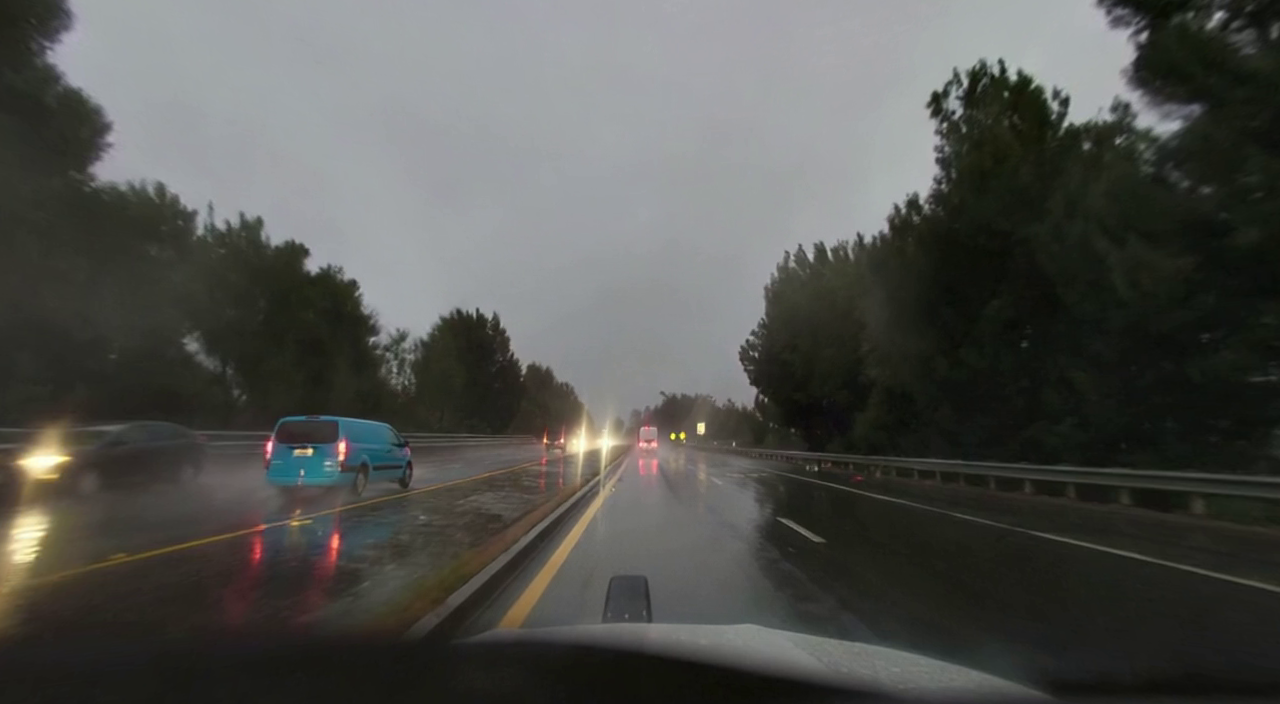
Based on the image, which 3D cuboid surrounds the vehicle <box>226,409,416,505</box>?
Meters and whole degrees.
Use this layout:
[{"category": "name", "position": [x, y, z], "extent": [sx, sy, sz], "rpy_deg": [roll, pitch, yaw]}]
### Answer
[{"category": "vehicle", "position": [-7.115, 2.393, 14.692], "extent": [2.068, 1.897, 4.372], "rpy_deg": [0, -8, 1]}]

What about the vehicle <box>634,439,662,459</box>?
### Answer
[{"category": "vehicle", "position": [0.646, 7.461, 48.457], "extent": [2.061, 1.469, 3.782], "rpy_deg": [0, -8, 1]}]

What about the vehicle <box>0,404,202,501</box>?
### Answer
[{"category": "vehicle", "position": [-13.907, 2.465, 15.745], "extent": [2.103, 2.019, 5.093], "rpy_deg": [0, -8, 1]}]
